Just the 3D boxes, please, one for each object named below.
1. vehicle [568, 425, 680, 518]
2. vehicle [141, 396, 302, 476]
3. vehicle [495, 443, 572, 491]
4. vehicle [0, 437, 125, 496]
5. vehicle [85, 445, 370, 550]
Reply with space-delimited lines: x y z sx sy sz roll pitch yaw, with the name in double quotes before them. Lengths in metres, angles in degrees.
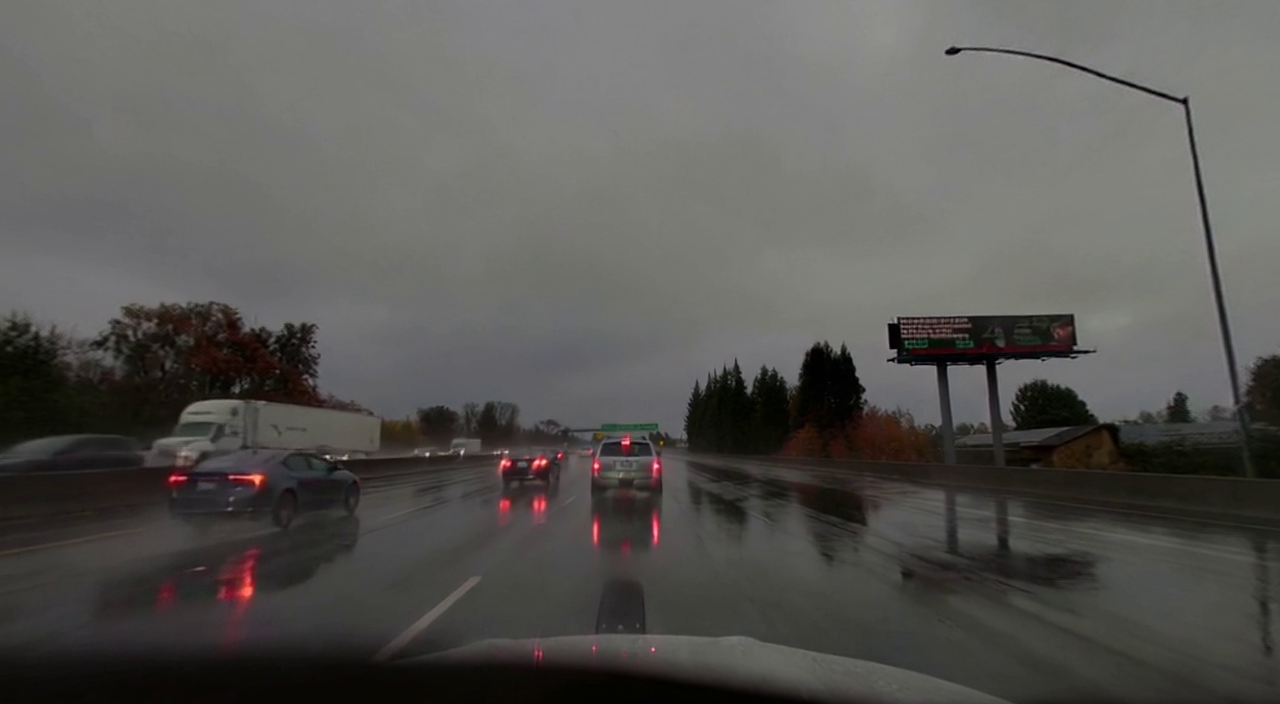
"vehicle" -0.319 2.640 14.467 2.127 1.749 4.776 0 -9 0
"vehicle" -22.905 4.771 35.332 3.063 3.879 8.695 0 -9 -1
"vehicle" -3.627 3.994 22.320 1.889 1.522 4.465 0 -9 1
"vehicle" -18.833 3.462 19.353 1.859 1.624 4.863 0 -9 0
"vehicle" -6.911 2.437 11.398 1.892 1.468 4.792 0 -9 0
